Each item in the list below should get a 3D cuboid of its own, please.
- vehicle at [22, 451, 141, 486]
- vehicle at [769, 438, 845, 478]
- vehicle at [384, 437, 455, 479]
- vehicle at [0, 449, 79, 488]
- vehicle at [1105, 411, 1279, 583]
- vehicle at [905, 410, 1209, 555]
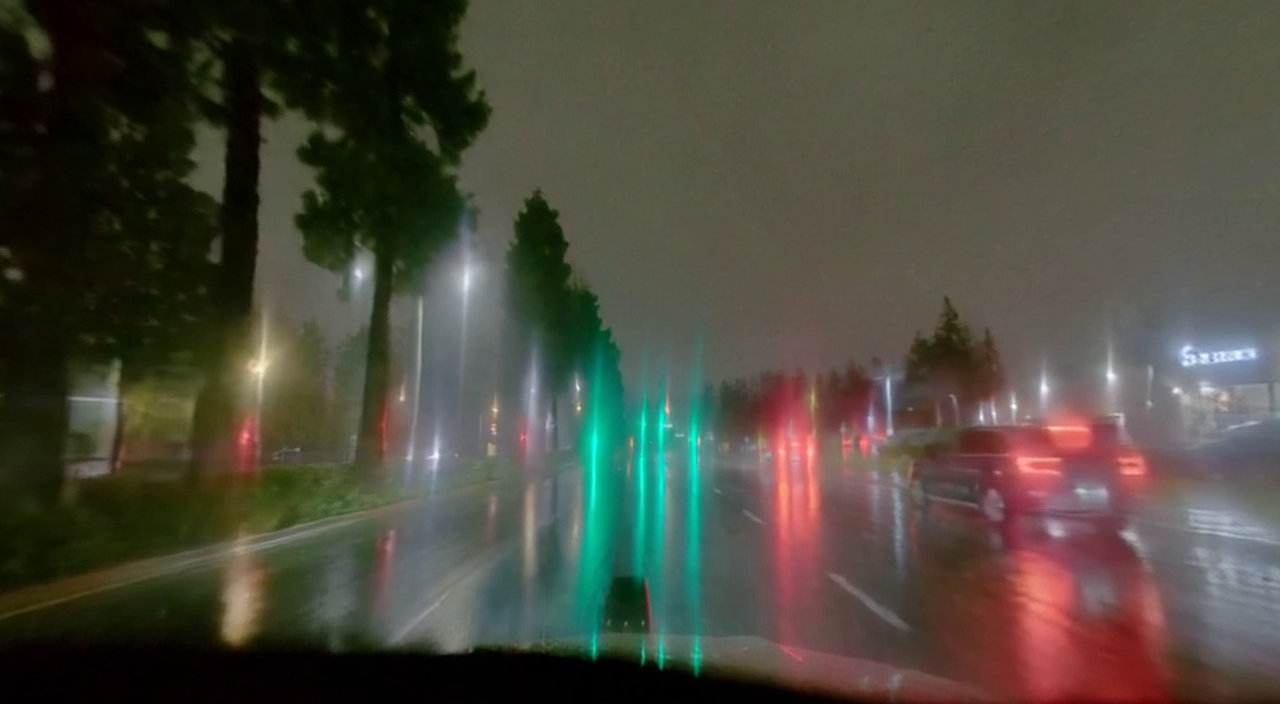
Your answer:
[{"bbox_3d":[-32.247,6.705,36.486,4.740,1.853,2.161,0,-8,-1],"label":"vehicle"},{"bbox_3d":[7.281,4.654,28.075,2.122,1.602,4.928,-1,-8,1],"label":"vehicle"},{"bbox_3d":[-12.076,5.792,34.896,2.157,2.139,4.800,0,-8,0],"label":"vehicle"},{"bbox_3d":[-31.935,5.895,31.957,4.797,1.850,2.224,0,-8,0],"label":"vehicle"},{"bbox_3d":[7.031,1.376,6.024,1.919,1.616,4.315,0,-8,2],"label":"vehicle"},{"bbox_3d":[7.101,2.244,11.675,2.157,2.057,4.994,0,-8,0],"label":"vehicle"}]
